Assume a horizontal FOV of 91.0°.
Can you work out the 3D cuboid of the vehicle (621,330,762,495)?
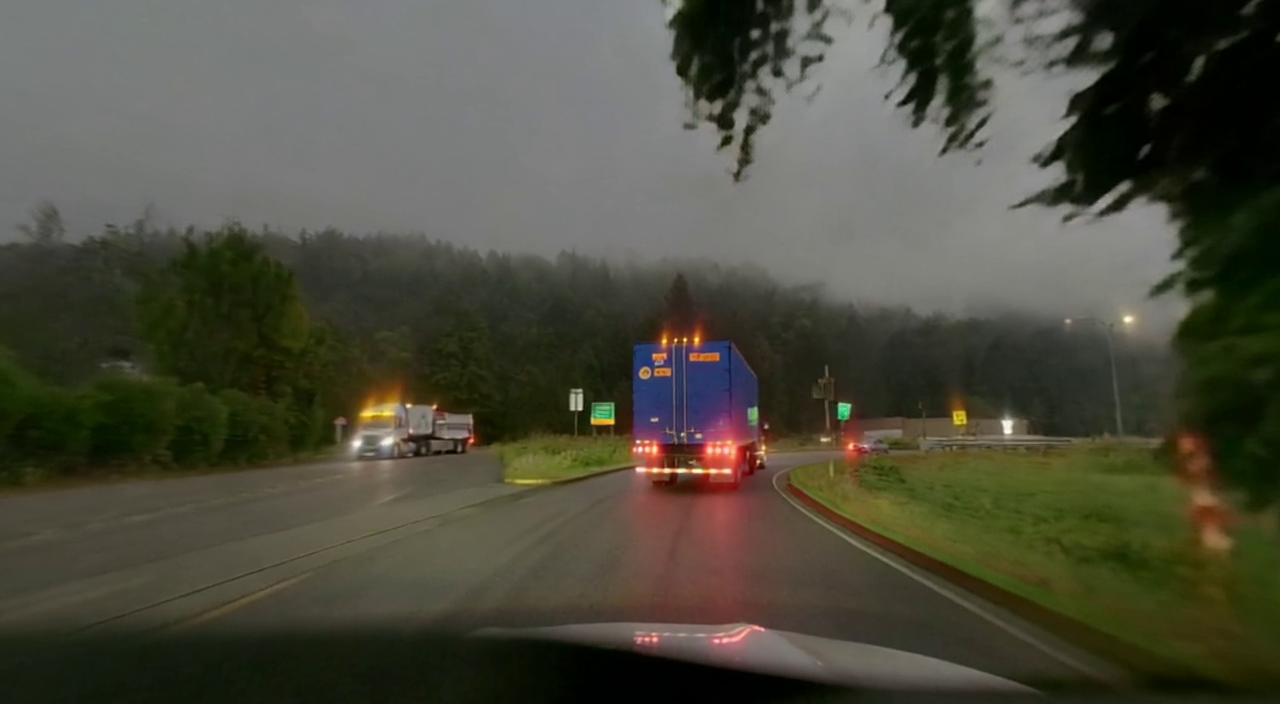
[{"bbox_3d":[1.983,1.984,18.762,2.937,3.647,9.344,-2,-8,12],"label":"vehicle"}]

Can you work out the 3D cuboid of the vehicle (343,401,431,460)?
[{"bbox_3d":[-17.002,5.392,42.876,3.008,3.708,6.125,-1,-8,5],"label":"vehicle"}]
